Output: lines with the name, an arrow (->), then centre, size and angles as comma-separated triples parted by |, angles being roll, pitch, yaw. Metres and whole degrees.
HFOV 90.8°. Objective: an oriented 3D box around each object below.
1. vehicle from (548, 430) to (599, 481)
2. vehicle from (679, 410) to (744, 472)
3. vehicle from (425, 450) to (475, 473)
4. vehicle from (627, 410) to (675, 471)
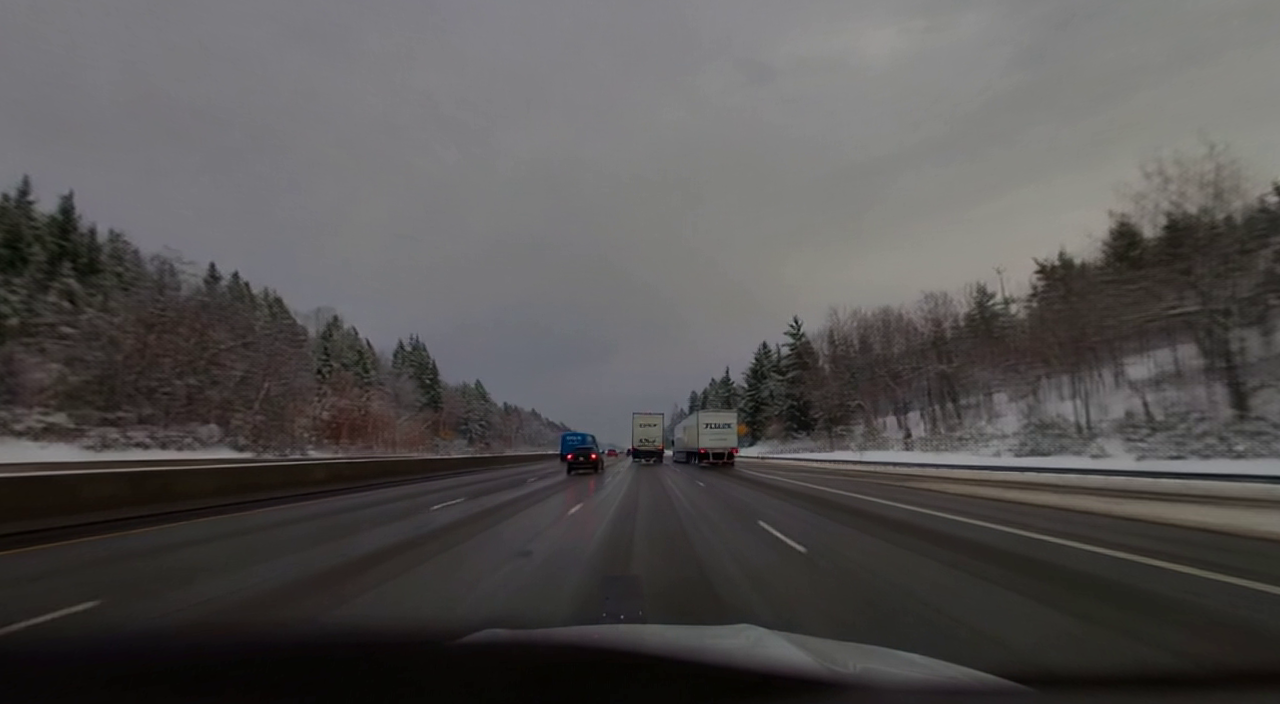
vehicle -> -3.108, 4.917, 30.099 | 2.033, 2.234, 3.490 | 0, -9, 0
vehicle -> 5.139, 6.987, 48.856 | 3.319, 4.075, 14.516 | 0, -9, 0
vehicle -> -12.857, 7.398, 42.877 | 1.901, 1.465, 4.583 | 0, -9, 1
vehicle -> 0.692, 6.755, 47.548 | 3.201, 4.019, 10.918 | 0, -9, 0
